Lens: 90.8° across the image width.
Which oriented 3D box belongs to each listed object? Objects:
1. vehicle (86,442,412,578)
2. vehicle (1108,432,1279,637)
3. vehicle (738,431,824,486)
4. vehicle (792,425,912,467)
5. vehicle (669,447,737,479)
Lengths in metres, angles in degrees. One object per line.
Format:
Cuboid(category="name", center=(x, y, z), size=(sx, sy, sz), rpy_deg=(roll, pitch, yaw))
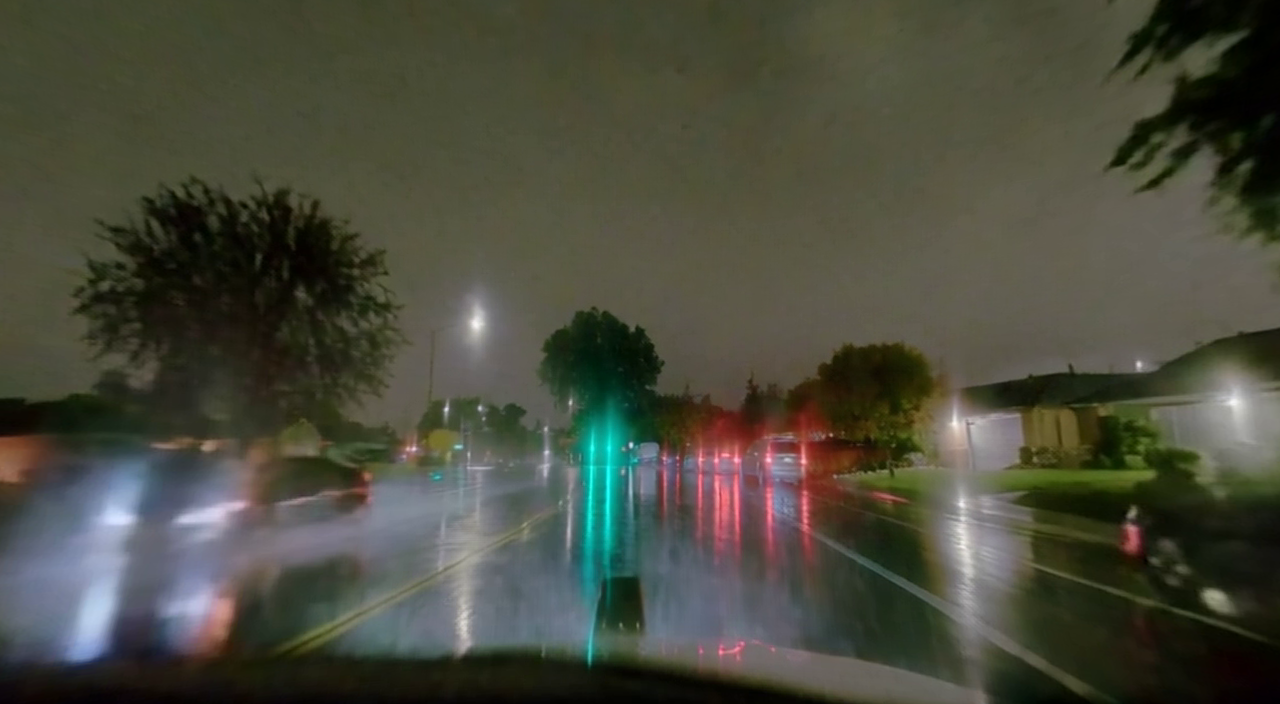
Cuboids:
Cuboid(category="vehicle", center=(-5.378, 2.169, 9.578), size=(2.058, 1.551, 4.247), rpy_deg=(-1, -8, 3))
Cuboid(category="vehicle", center=(5.905, 1.333, 4.430), size=(2.080, 1.543, 4.294), rpy_deg=(-1, -8, 3))
Cuboid(category="vehicle", center=(5.976, 4.588, 27.547), size=(2.305, 2.111, 4.965), rpy_deg=(0, -8, -4))
Cuboid(category="vehicle", center=(13.436, 6.079, 40.487), size=(6.635, 2.414, 2.896), rpy_deg=(-1, -13, 4))
Cuboid(category="vehicle", center=(3.610, 6.509, 37.382), size=(2.713, 1.671, 4.939), rpy_deg=(1, -8, -11))
